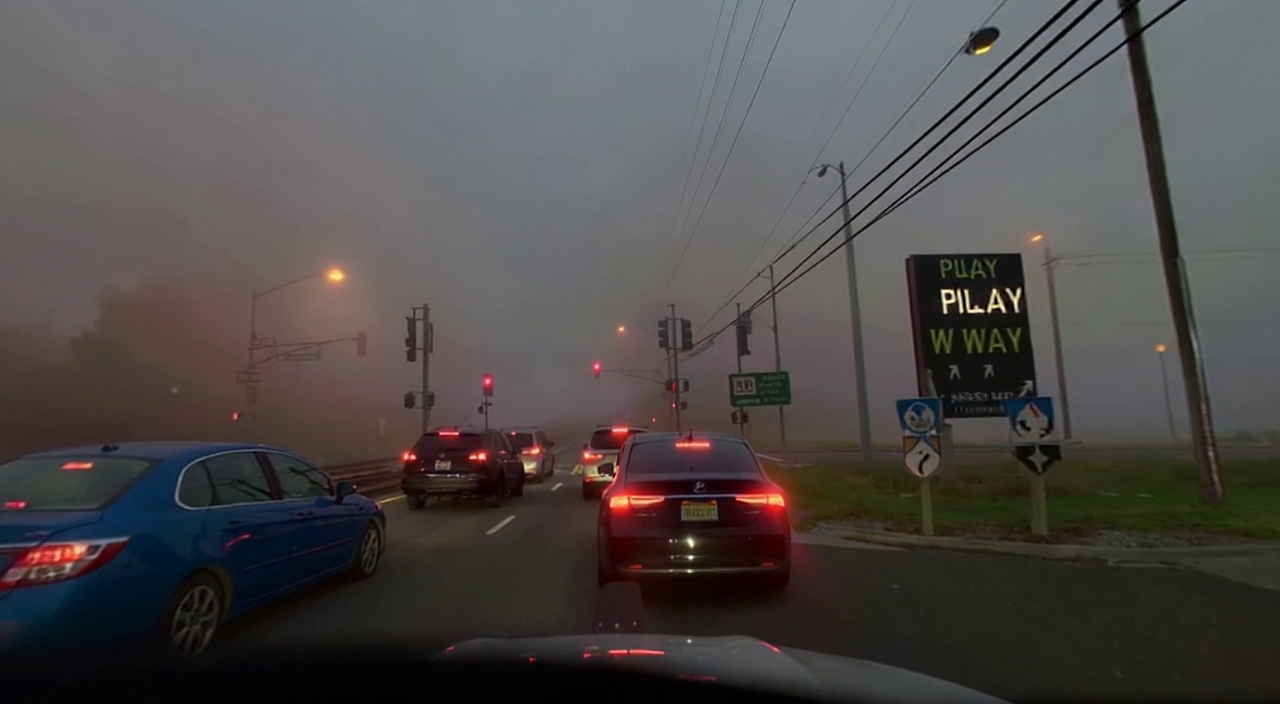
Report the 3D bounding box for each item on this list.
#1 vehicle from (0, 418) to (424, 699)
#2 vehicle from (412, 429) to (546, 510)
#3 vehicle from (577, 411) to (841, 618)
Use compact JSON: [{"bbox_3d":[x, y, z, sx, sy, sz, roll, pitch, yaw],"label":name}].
[{"bbox_3d":[-3.704,1.434,5.685,1.956,1.468,4.585,0,-9,-1],"label":"vehicle"},{"bbox_3d":[-3.332,2.515,13.981,1.984,1.505,4.047,0,-9,-2],"label":"vehicle"},{"bbox_3d":[0.421,1.520,6.812,1.998,1.529,3.960,0,-9,-3],"label":"vehicle"}]
